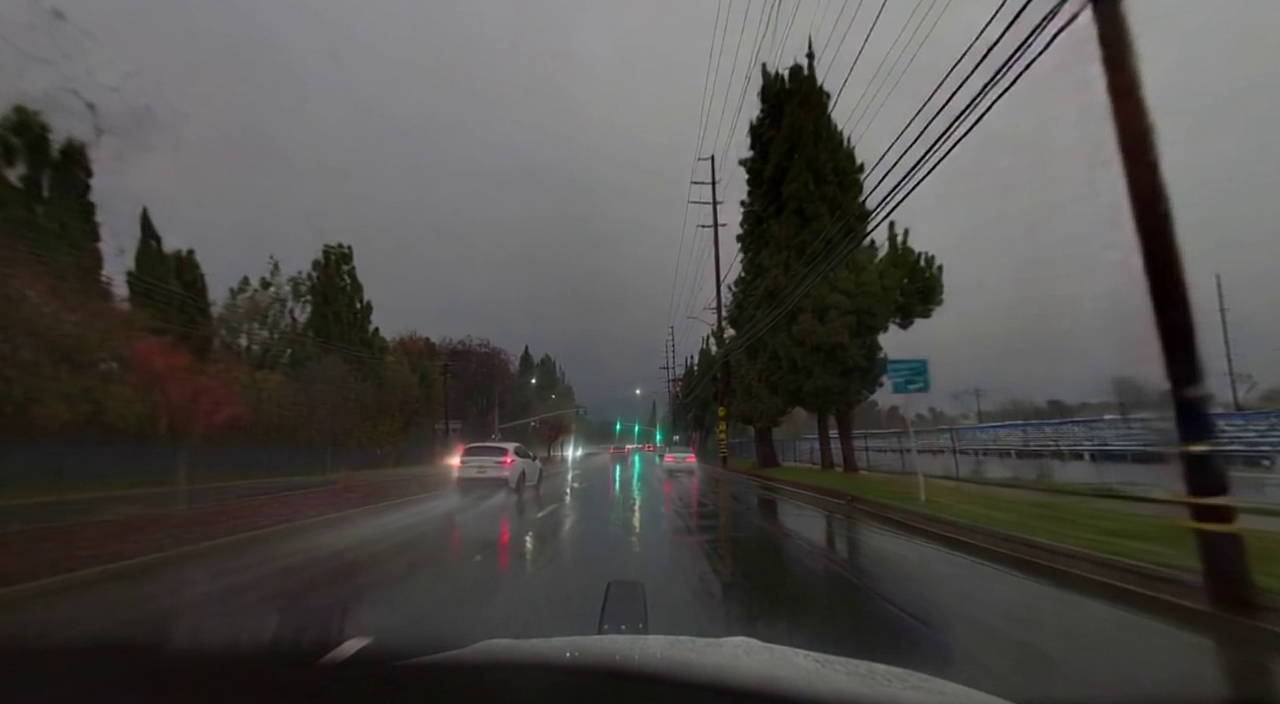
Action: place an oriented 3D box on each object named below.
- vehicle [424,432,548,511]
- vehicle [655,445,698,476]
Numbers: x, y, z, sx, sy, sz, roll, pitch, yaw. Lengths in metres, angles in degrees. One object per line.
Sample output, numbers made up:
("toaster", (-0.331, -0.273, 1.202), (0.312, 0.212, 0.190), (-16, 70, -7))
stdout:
("vehicle", (-3.684, 2.947, 15.957), (1.950, 1.692, 4.397), (0, -8, 1))
("vehicle", (1.857, 5.693, 33.144), (2.059, 1.486, 3.980), (0, -8, 1))
